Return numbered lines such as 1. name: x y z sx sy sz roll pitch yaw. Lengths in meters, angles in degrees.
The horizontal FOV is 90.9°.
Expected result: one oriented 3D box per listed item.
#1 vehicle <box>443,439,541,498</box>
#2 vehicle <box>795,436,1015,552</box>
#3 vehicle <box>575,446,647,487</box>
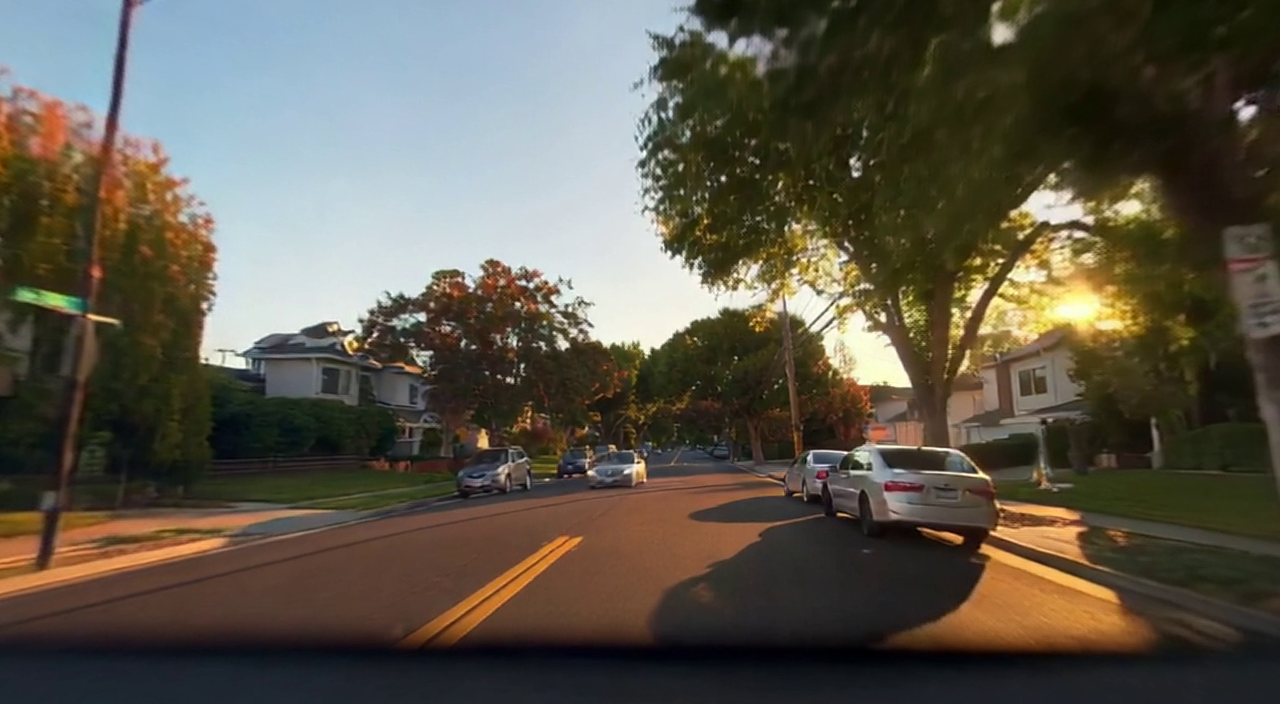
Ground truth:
1. vehicle: -5.023 3.996 22.087 2.027 1.695 4.437 -4 -8 4
2. vehicle: 4.022 2.191 10.585 2.014 1.482 4.599 -1 -8 5
3. vehicle: -1.035 4.486 25.154 2.079 1.441 4.541 -1 -8 7
